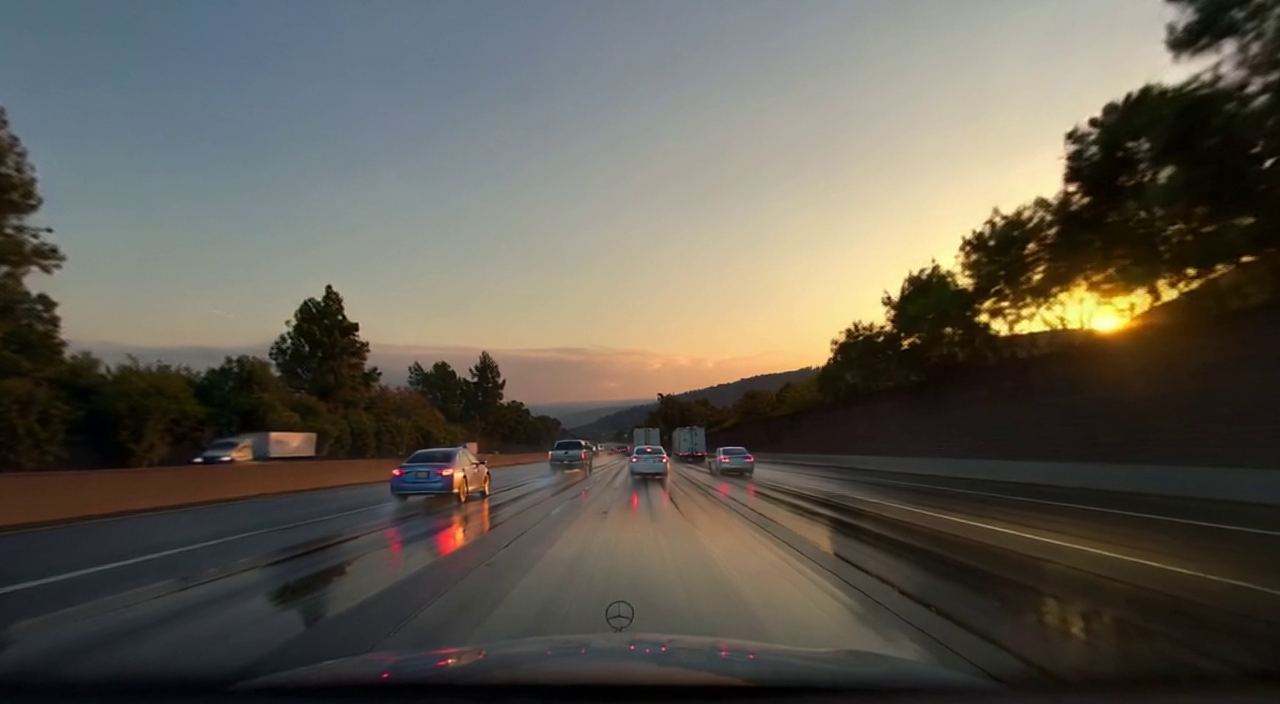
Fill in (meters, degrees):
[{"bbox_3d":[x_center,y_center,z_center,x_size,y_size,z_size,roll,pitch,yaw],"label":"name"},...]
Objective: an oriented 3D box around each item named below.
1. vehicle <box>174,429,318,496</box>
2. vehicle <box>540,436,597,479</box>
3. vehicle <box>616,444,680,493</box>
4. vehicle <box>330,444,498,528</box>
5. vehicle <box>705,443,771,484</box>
[{"bbox_3d":[-16.675,4.707,27.099,2.269,2.522,5.946,0,-9,0],"label":"vehicle"},{"bbox_3d":[-3.468,5.254,31.357,2.230,1.973,4.403,-1,-9,2],"label":"vehicle"},{"bbox_3d":[0.253,4.048,22.092,2.015,1.526,4.286,0,-9,0],"label":"vehicle"},{"bbox_3d":[-4.564,2.750,13.508,1.967,1.473,4.439,0,-9,0],"label":"vehicle"},{"bbox_3d":[3.922,4.556,25.820,1.959,1.503,4.064,0,-9,-1],"label":"vehicle"}]
